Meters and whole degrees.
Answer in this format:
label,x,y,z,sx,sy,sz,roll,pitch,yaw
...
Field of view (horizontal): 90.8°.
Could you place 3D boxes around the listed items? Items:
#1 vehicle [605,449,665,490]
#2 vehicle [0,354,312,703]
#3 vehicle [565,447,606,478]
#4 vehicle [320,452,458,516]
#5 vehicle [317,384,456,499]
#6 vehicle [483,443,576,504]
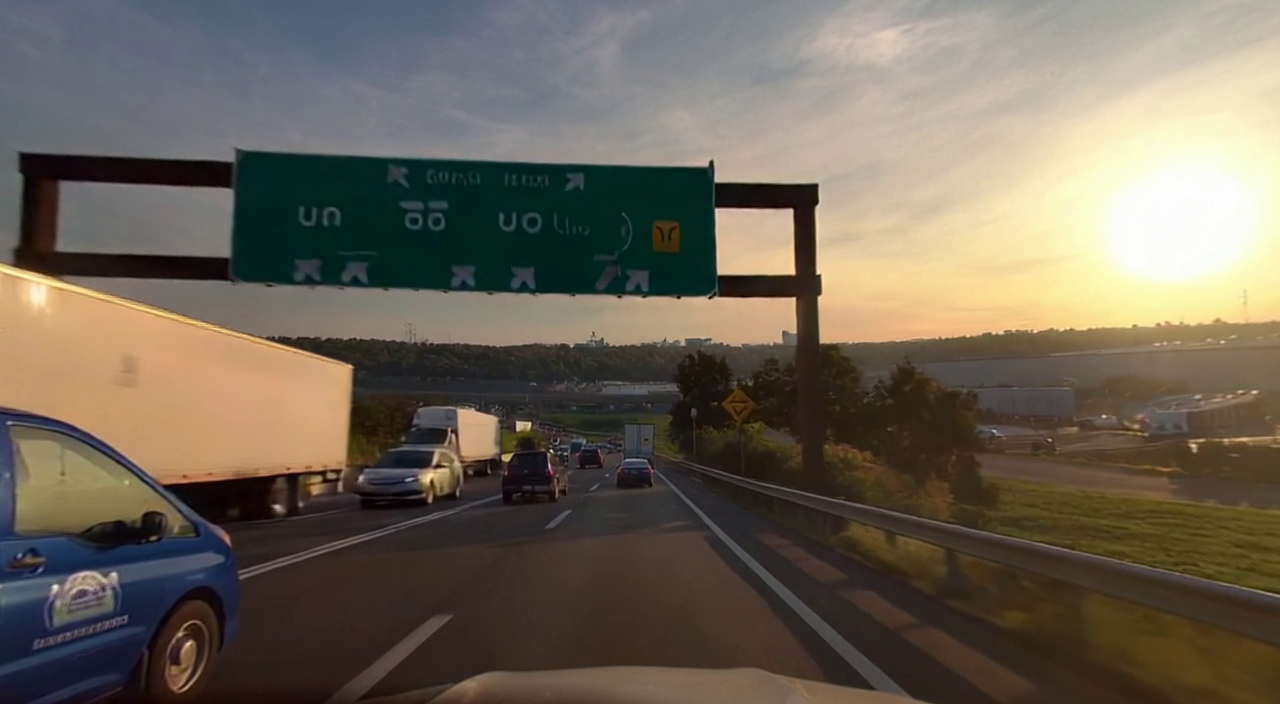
label,x,y,z,sx,sy,sz,roll,pitch,yaw
vehicle,-0.215,4.425,24.033,2.095,1.393,3.908,0,-9,-1
vehicle,-3.047,0.781,1.402,2.117,1.688,4.582,0,-9,1
vehicle,-3.101,6.331,36.515,1.994,1.663,4.047,0,-9,0
vehicle,-6.614,3.505,17.262,1.887,1.462,4.466,0,-9,1
vehicle,-9.776,3.582,25.185,3.024,4.011,5.853,0,-9,0
vehicle,-3.164,3.562,18.973,1.937,1.600,4.141,0,-9,1
